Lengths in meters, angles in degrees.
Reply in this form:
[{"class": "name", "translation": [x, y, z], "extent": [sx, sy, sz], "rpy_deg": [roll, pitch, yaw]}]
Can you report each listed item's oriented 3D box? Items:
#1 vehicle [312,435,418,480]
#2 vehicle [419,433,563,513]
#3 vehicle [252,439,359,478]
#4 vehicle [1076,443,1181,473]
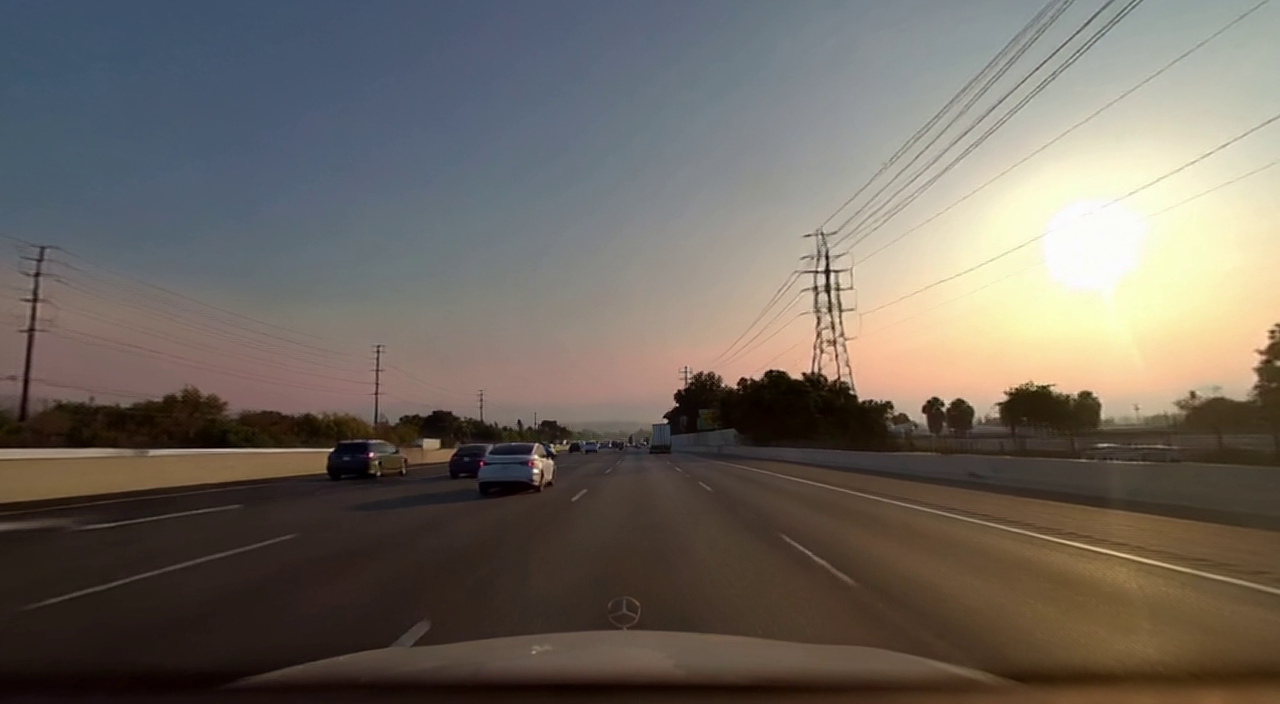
[{"class": "vehicle", "translation": [-10.838, 4.197, 25.273], "extent": [2.058, 1.621, 4.739], "rpy_deg": [0, -9, 1]}, {"class": "vehicle", "translation": [-3.205, 2.730, 14.740], "extent": [2.045, 1.532, 4.954], "rpy_deg": [0, -9, 1]}, {"class": "vehicle", "translation": [-14.547, 4.654, 27.772], "extent": [2.039, 1.516, 4.780], "rpy_deg": [0, -9, 1]}, {"class": "vehicle", "translation": [25.901, 5.617, 33.617], "extent": [1.818, 1.470, 4.404], "rpy_deg": [1, -9, -6]}]
